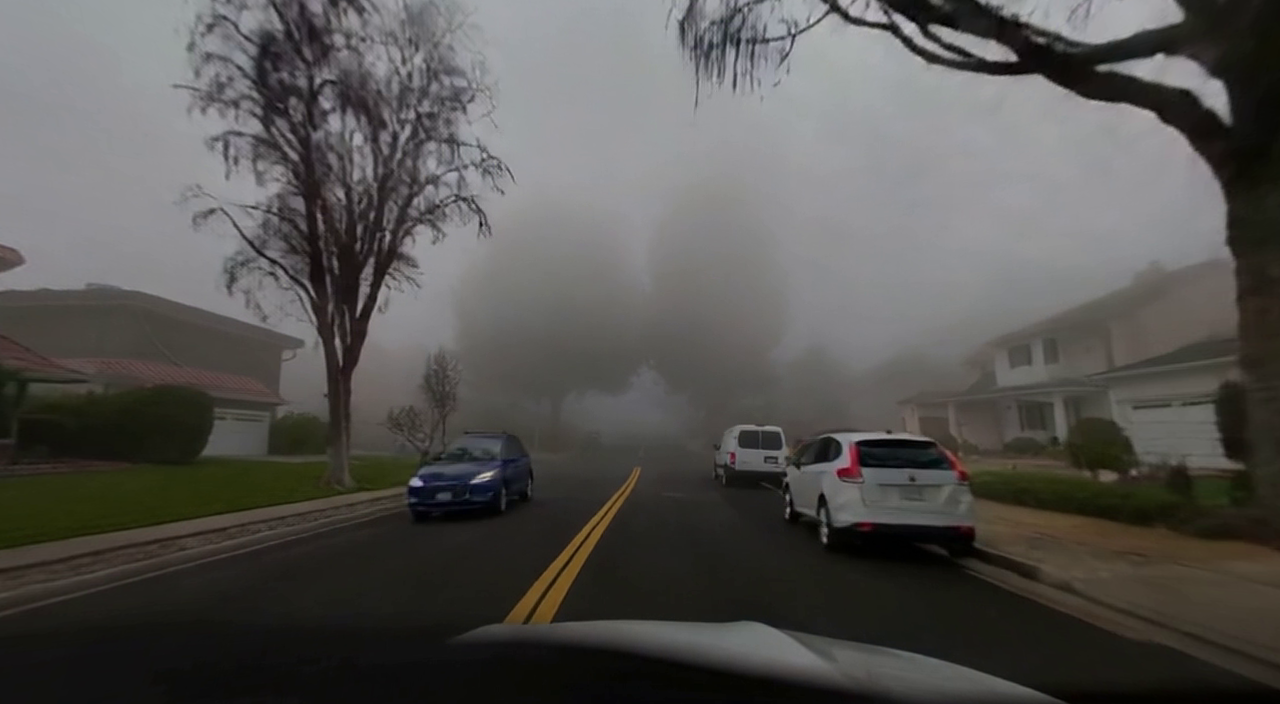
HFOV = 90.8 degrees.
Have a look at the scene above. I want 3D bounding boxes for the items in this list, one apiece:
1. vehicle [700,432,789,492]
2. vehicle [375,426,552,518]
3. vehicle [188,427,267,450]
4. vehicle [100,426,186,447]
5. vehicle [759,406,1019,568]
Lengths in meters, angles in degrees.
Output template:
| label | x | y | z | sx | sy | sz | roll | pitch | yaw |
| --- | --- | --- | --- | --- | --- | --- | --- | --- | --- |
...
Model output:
| label | x | y | z | sx | sy | sz | roll | pitch | yaw |
| --- | --- | --- | --- | --- | --- | --- | --- | --- | --- |
| vehicle | 3.187 | 3.489 | 20.405 | 2.074 | 1.646 | 5.457 | 1 | -9 | 1 |
| vehicle | -3.729 | 2.663 | 14.695 | 2.278 | 1.704 | 5.321 | -1 | -8 | 4 |
| vehicle | -30.780 | 6.484 | 47.204 | 4.562 | 1.613 | 1.979 | -1 | -9 | 4 |
| vehicle | -37.247 | 6.342 | 47.409 | 4.969 | 1.501 | 1.905 | -1 | -10 | 4 |
| vehicle | 3.012 | 1.710 | 8.771 | 1.822 | 1.668 | 4.147 | -1 | -8 | -1 |
